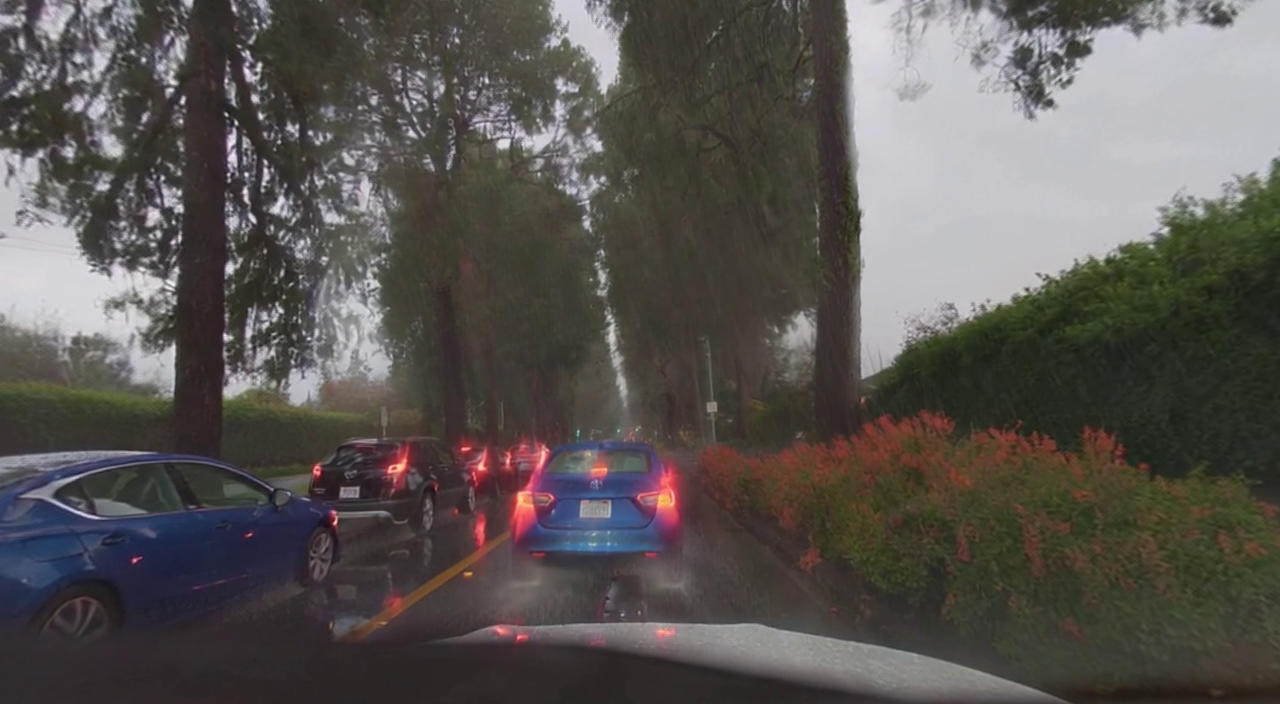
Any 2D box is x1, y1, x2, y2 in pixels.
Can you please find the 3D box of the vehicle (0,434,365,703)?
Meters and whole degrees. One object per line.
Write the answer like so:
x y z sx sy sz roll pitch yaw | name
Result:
-3.810 1.318 4.468 1.784 1.408 4.141 0 -8 1 | vehicle

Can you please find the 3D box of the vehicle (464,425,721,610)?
-0.408 1.683 7.375 2.127 1.517 4.090 0 -8 0 | vehicle

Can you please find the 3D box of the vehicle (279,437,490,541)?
-4.256 2.325 11.466 1.898 1.503 4.453 0 -8 1 | vehicle
